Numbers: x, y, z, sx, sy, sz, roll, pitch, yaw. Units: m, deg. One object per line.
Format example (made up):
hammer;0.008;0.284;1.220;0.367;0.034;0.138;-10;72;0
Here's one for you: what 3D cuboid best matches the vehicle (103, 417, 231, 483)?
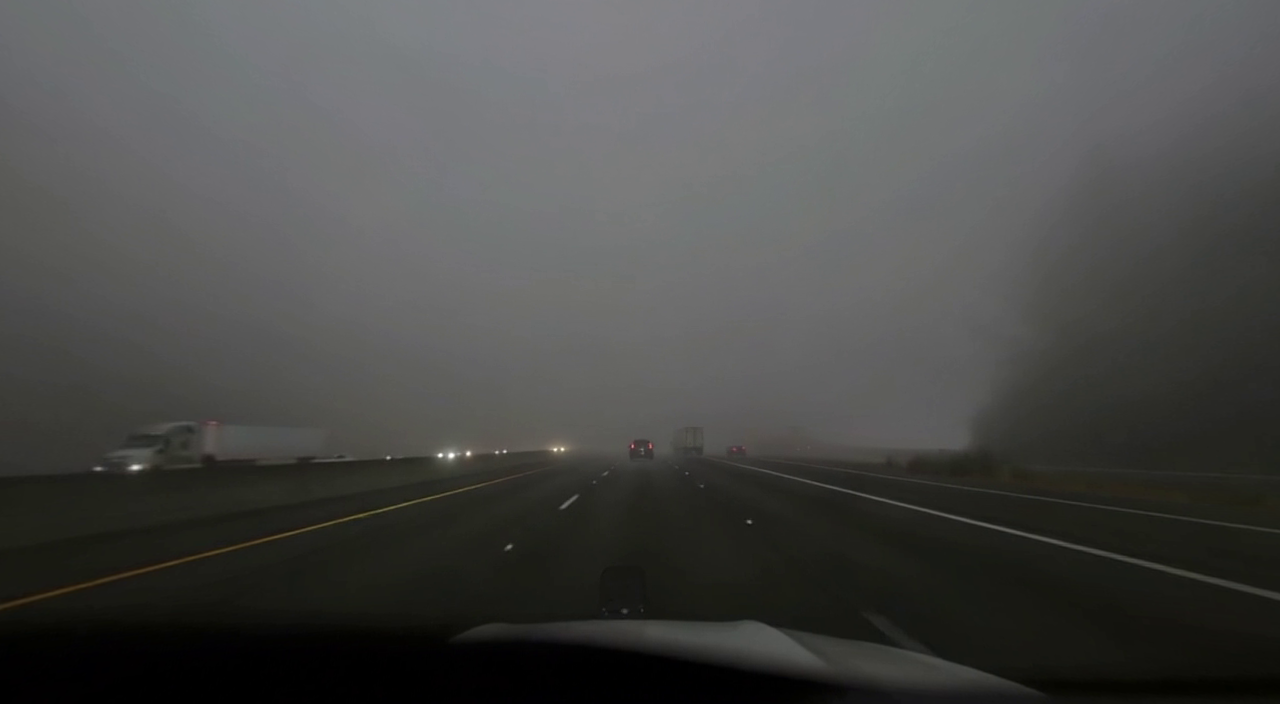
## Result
vehicle;-31.540;6.549;42.516;3.017;4.007;6.914;0;-8;1
